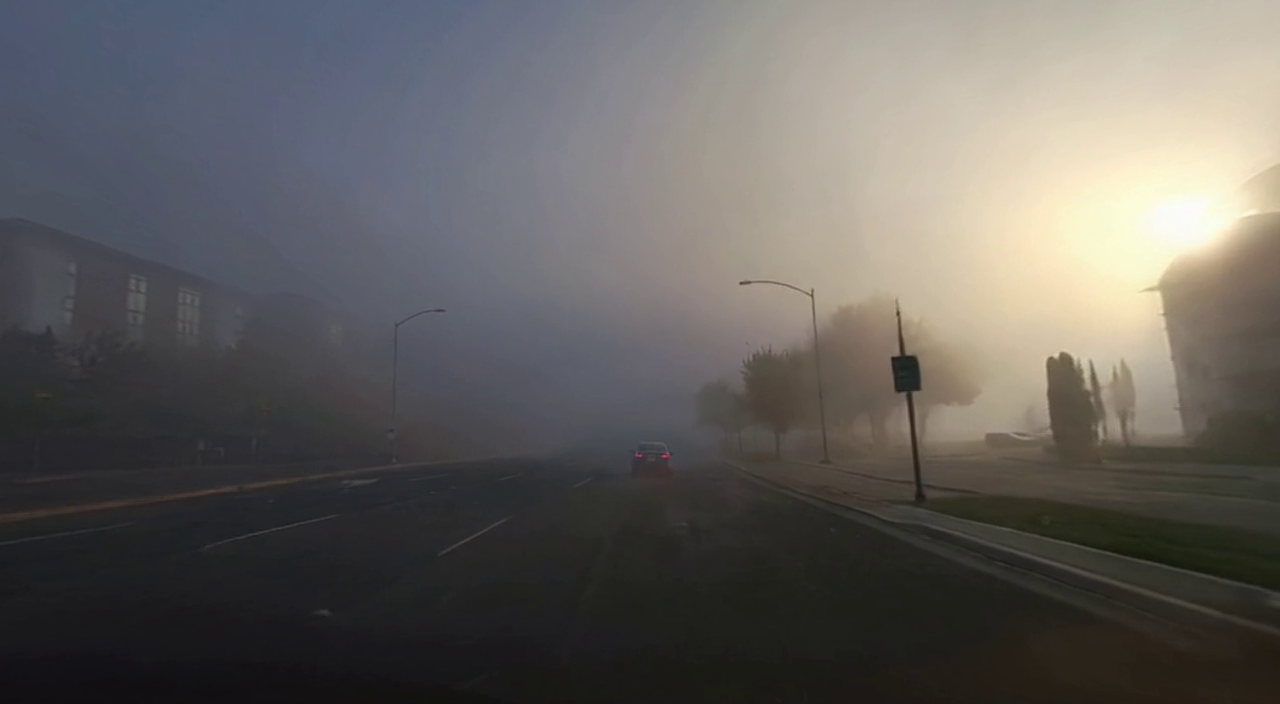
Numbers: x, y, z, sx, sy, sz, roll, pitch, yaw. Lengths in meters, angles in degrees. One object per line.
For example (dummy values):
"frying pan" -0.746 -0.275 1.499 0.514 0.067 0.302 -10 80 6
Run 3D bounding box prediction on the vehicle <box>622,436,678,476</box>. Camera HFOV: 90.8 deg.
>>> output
"vehicle" 0.446 4.239 26.018 2.133 1.481 4.276 -1 -9 2
